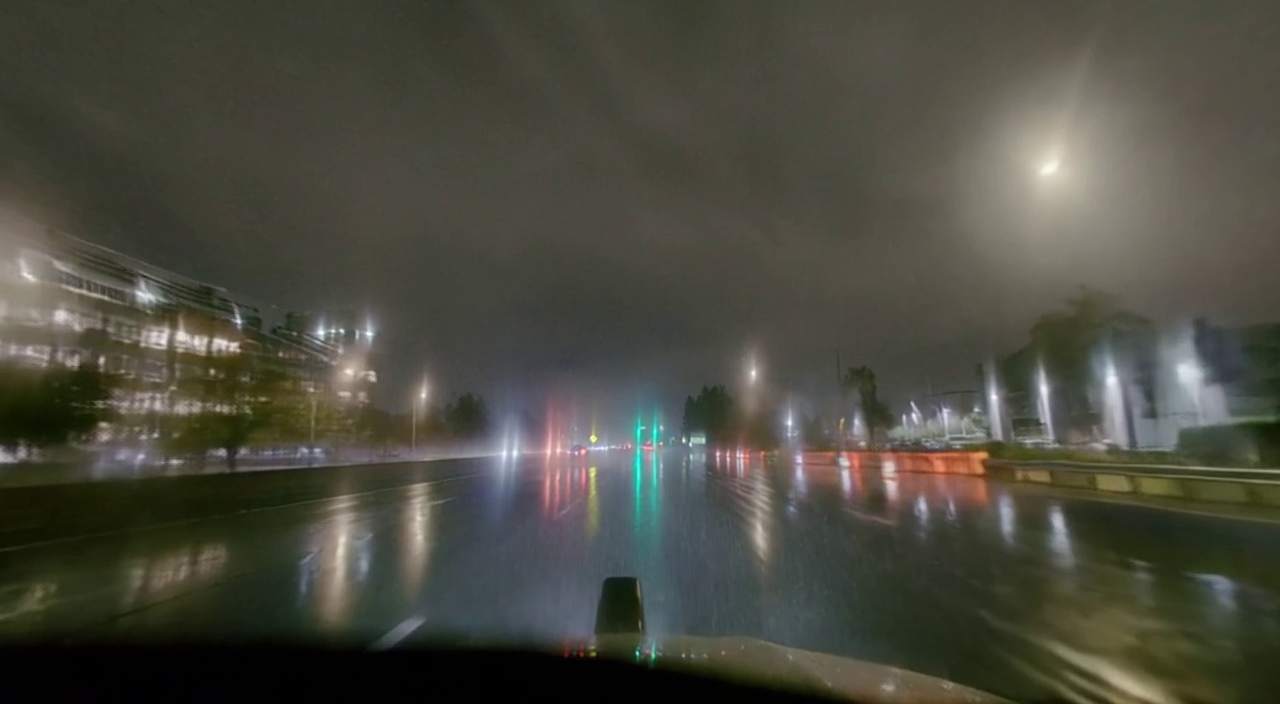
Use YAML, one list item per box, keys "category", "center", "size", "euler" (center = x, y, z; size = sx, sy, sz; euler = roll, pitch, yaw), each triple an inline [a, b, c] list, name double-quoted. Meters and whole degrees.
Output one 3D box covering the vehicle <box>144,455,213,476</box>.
- category: "vehicle"
  center: [-35.840, 8.830, 48.964]
  size: [3.890, 1.540, 1.824]
  euler: [0, -9, 0]
